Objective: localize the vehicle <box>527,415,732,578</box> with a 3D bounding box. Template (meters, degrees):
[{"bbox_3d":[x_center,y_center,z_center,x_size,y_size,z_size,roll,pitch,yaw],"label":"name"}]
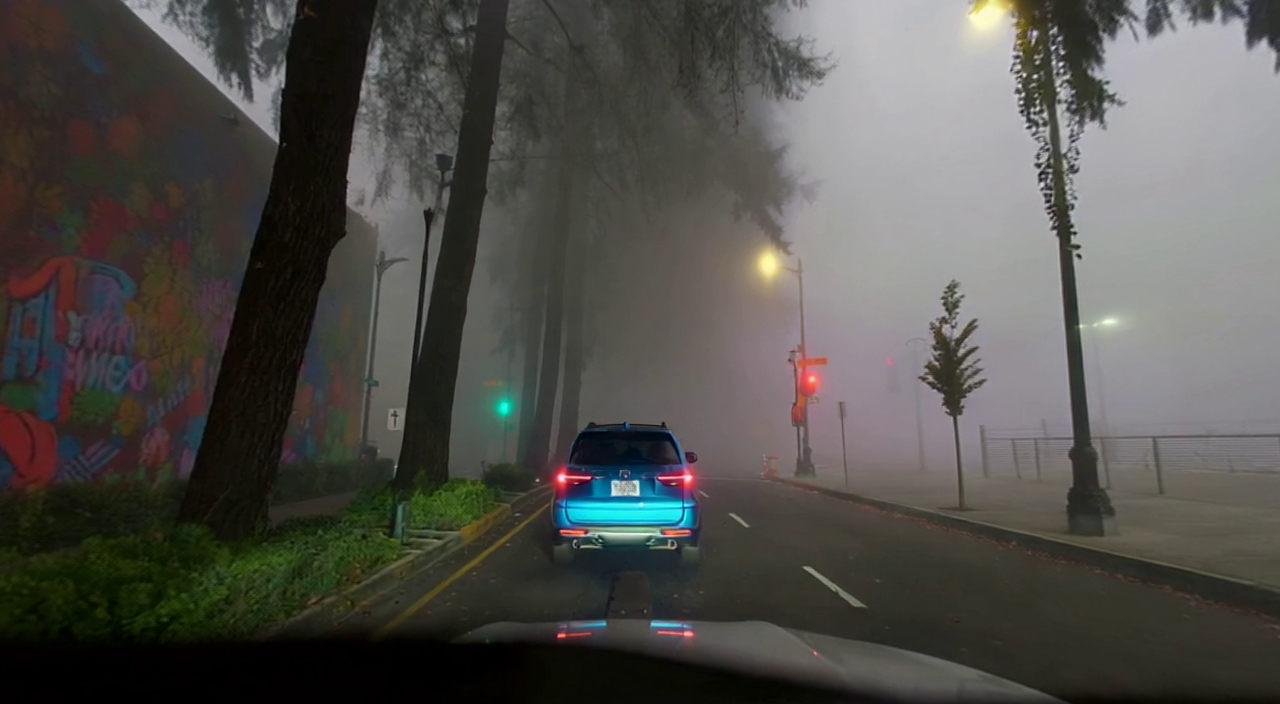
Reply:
[{"bbox_3d":[-0.131,1.755,8.389,2.079,1.621,3.861,0,-8,-1],"label":"vehicle"}]
